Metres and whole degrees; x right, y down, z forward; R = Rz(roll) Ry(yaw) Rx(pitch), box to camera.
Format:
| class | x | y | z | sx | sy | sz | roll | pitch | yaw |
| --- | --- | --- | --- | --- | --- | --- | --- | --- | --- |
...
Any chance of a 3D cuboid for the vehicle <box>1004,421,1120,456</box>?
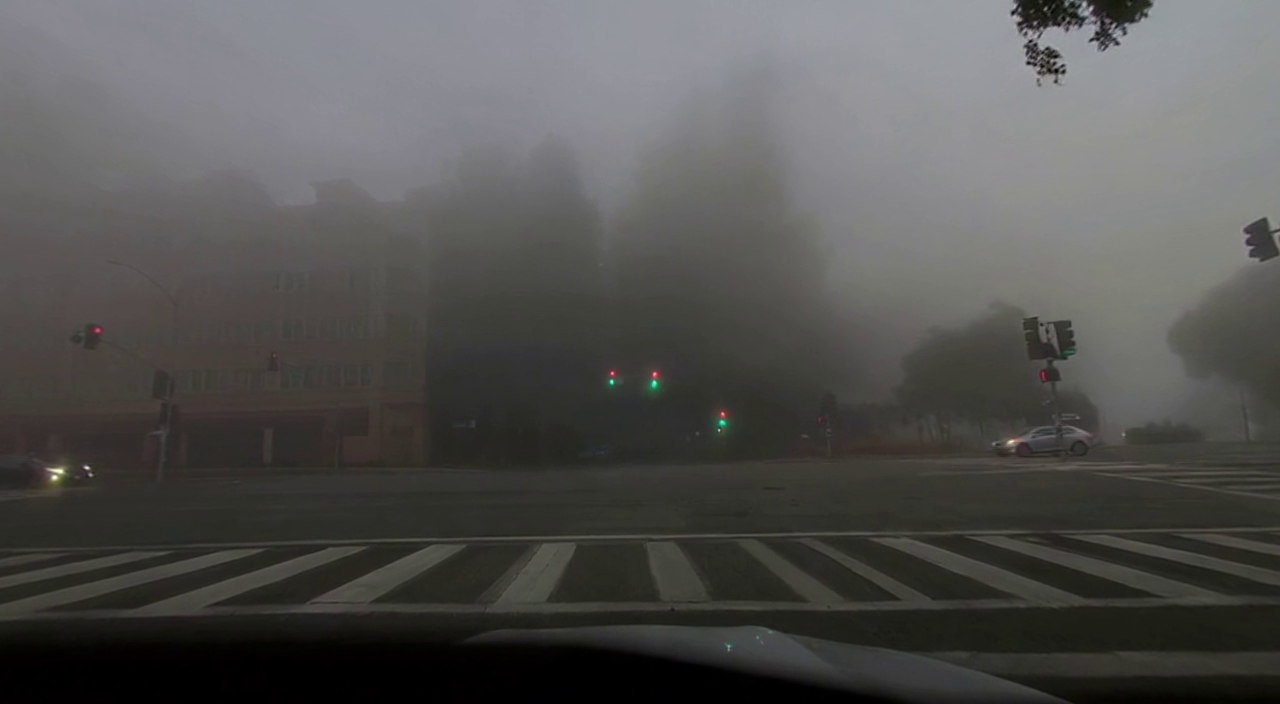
| class | x | y | z | sx | sy | sz | roll | pitch | yaw |
| --- | --- | --- | --- | --- | --- | --- | --- | --- | --- |
| vehicle | 21.516 | 4.433 | 32.261 | 4.483 | 1.691 | 1.949 | 0 | -8 | 1 |

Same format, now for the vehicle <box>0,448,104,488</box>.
| class | x | y | z | sx | sy | sz | roll | pitch | yaw |
| --- | --- | --- | --- | --- | --- | --- | --- | --- | --- |
| vehicle | -25.227 | 4.766 | 26.085 | 4.332 | 1.573 | 1.900 | 0 | -8 | 3 |
